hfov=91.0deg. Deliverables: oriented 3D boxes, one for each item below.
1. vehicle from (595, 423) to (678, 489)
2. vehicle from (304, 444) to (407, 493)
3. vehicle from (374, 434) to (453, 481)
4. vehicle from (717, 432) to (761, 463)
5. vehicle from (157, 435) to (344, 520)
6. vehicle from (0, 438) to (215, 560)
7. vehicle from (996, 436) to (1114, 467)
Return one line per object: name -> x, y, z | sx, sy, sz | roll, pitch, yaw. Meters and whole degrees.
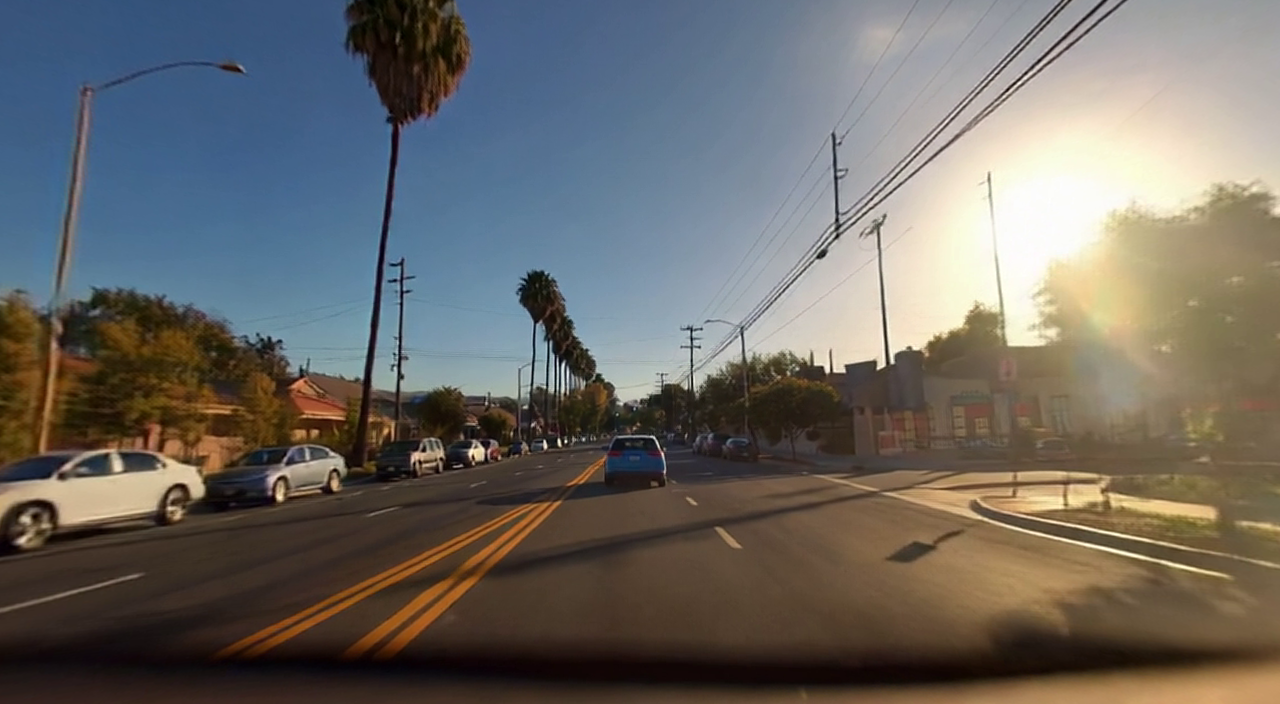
vehicle -> -0.167, 3.174, 19.504 | 2.264, 1.798, 4.563 | 0, -8, -2
vehicle -> -10.075, 4.112, 22.638 | 1.812, 1.578, 4.037 | 0, -8, 0
vehicle -> -10.043, 4.706, 28.268 | 1.958, 1.937, 4.114 | 0, -8, 1
vehicle -> 6.039, 5.916, 38.896 | 2.005, 1.775, 4.324 | 0, -8, 0
vehicle -> -10.164, 3.236, 17.023 | 1.992, 1.744, 4.896 | -1, -6, -1
vehicle -> -10.106, 2.396, 11.024 | 2.075, 1.693, 4.696 | 0, -8, -1
vehicle -> 20.748, 4.984, 31.602 | 4.488, 1.470, 1.994 | 0, -9, -2
